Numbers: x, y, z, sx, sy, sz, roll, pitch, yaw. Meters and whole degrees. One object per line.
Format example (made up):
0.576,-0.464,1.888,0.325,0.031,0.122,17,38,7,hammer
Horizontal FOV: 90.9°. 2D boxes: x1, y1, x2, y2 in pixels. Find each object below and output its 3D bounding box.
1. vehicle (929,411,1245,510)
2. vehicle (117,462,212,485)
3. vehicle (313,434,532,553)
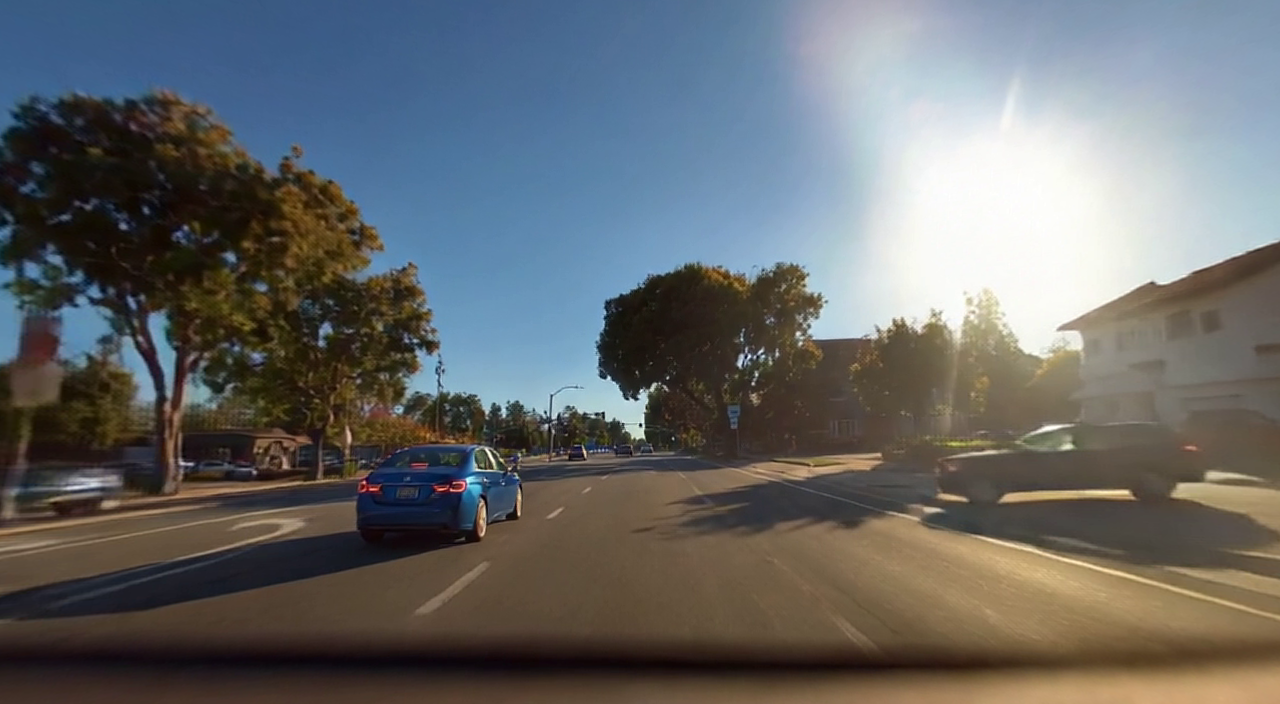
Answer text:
8.465,2.110,12.497,4.511,1.720,2.131,-2,-8,11,vehicle
-30.979,7.922,41.145,4.737,1.375,1.926,-1,-8,3,vehicle
-3.131,2.135,10.232,1.924,1.480,4.421,0,-9,1,vehicle
